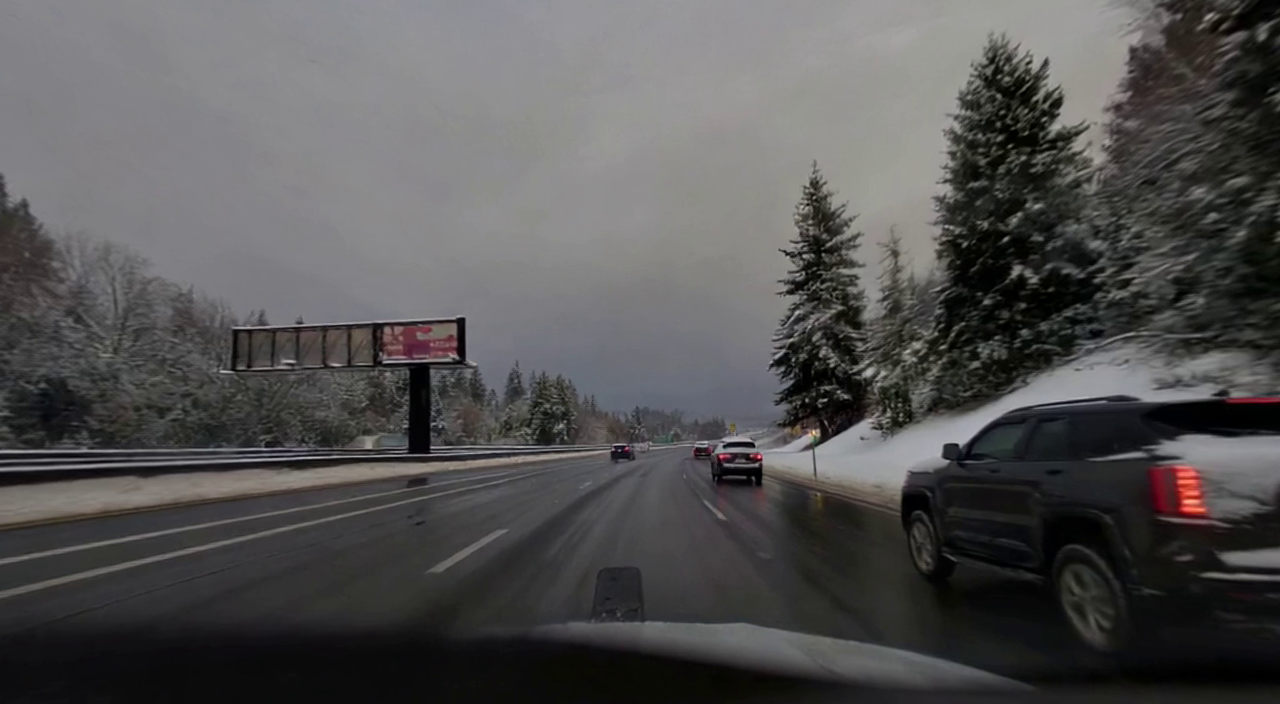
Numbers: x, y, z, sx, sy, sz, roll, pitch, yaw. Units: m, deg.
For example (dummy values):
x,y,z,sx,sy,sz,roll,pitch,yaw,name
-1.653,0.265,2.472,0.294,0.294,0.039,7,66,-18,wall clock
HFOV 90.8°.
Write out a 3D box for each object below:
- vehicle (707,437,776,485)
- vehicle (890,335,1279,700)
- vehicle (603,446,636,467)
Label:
x,y,z,sx,sy,sz,roll,pitch,yaw,name
3.952,4.343,25.473,2.075,1.743,4.410,0,-9,0,vehicle
4.131,1.162,5.459,2.165,1.881,4.274,0,-9,0,vehicle
-1.470,7.703,46.709,1.972,1.444,4.191,-1,-9,4,vehicle
